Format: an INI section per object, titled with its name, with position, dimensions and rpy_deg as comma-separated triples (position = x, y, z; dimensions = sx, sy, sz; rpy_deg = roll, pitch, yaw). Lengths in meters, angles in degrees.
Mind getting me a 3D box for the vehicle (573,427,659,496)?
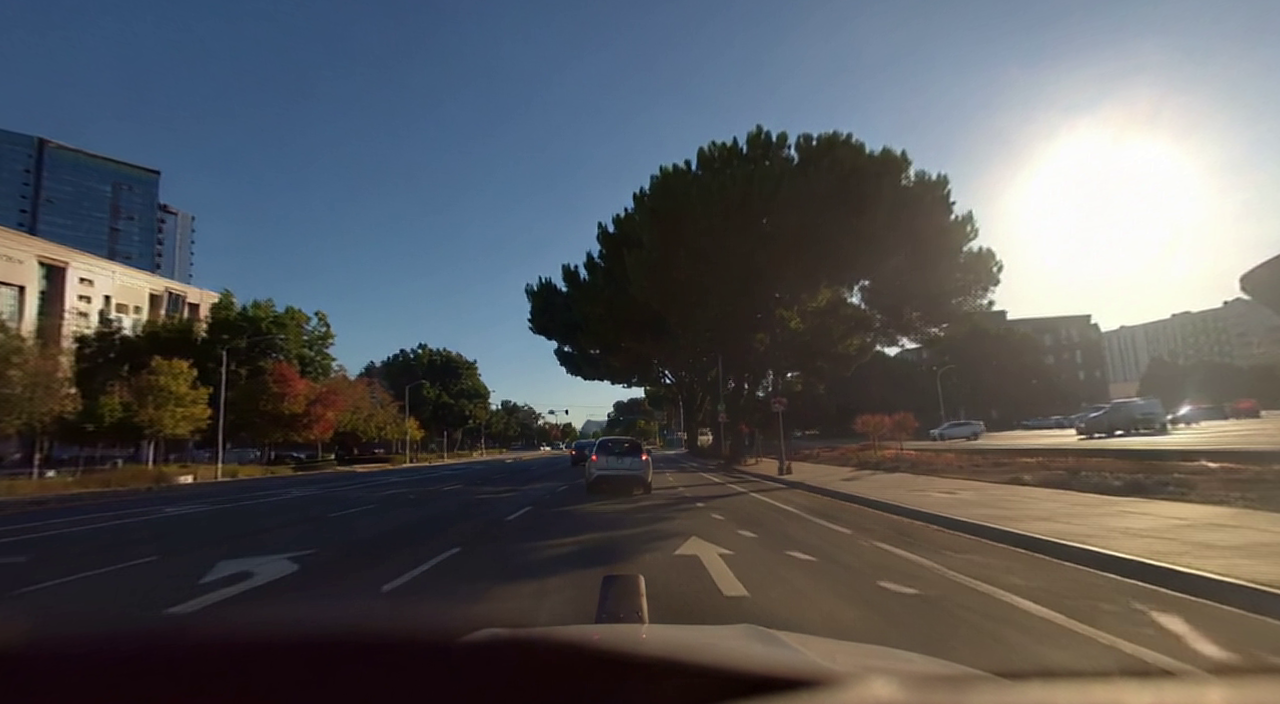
[vehicle]
position = -0.596, 3.028, 17.807
dimensions = 2.130, 1.711, 4.038
rpy_deg = 0, -8, 0
